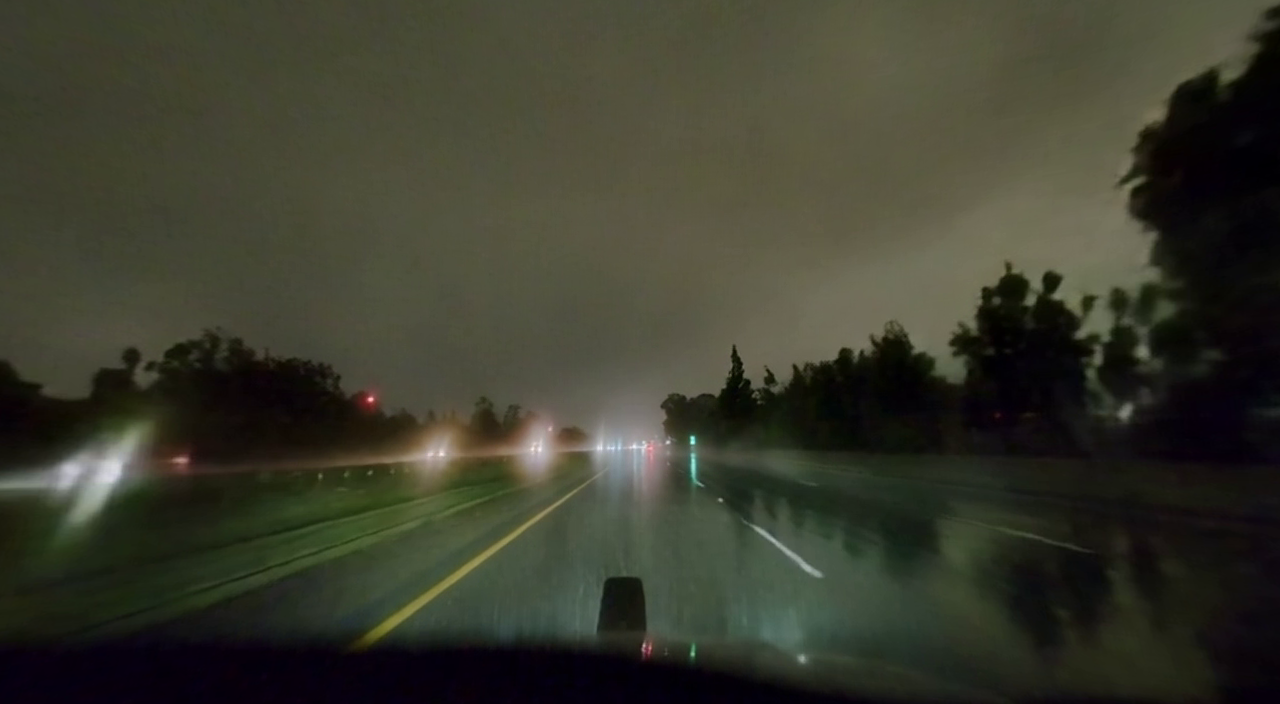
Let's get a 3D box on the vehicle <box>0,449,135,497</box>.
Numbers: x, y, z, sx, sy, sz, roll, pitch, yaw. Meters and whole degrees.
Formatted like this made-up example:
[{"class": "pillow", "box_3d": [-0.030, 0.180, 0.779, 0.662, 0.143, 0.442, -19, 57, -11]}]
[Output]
[{"class": "vehicle", "box_3d": [-24.416, 5.021, 26.564, 2.123, 1.748, 4.902, -1, -8, 1]}]
